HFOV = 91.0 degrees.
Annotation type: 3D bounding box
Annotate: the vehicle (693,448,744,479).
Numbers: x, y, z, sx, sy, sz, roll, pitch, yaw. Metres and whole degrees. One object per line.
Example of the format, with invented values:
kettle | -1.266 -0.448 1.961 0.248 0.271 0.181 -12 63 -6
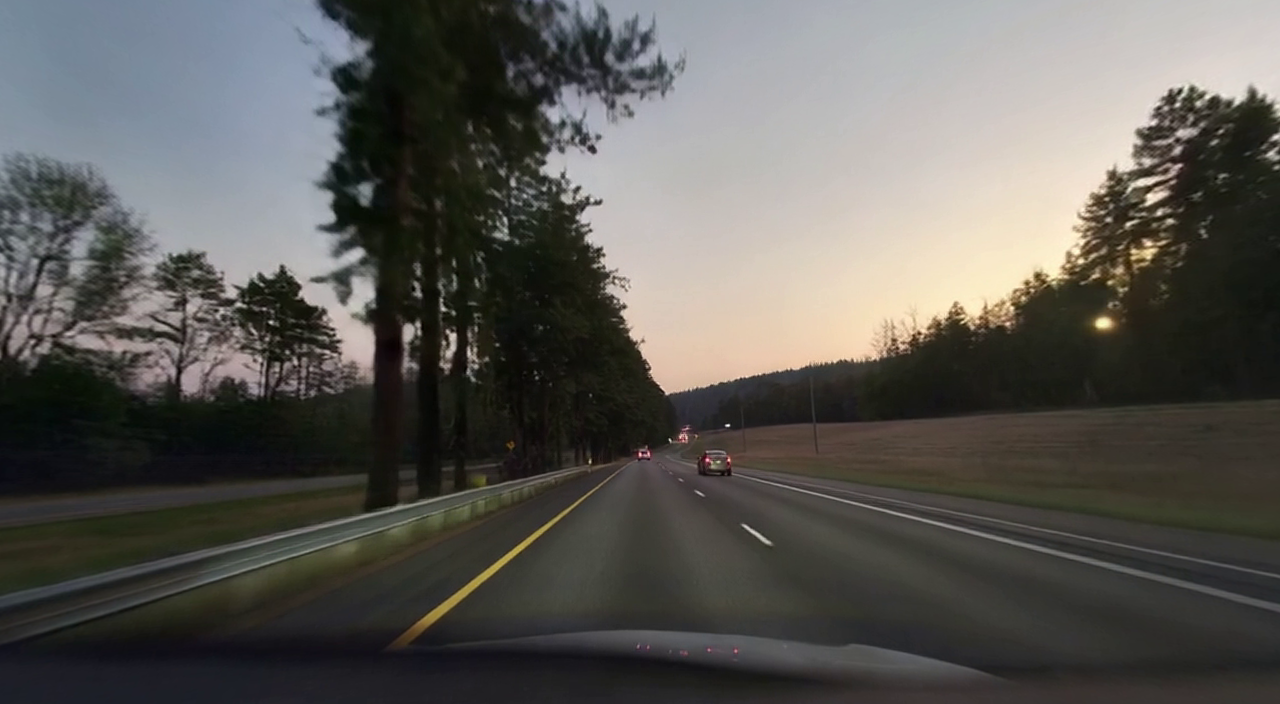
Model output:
vehicle | 4.151 5.962 33.939 2.115 1.522 4.330 0 -9 -1
